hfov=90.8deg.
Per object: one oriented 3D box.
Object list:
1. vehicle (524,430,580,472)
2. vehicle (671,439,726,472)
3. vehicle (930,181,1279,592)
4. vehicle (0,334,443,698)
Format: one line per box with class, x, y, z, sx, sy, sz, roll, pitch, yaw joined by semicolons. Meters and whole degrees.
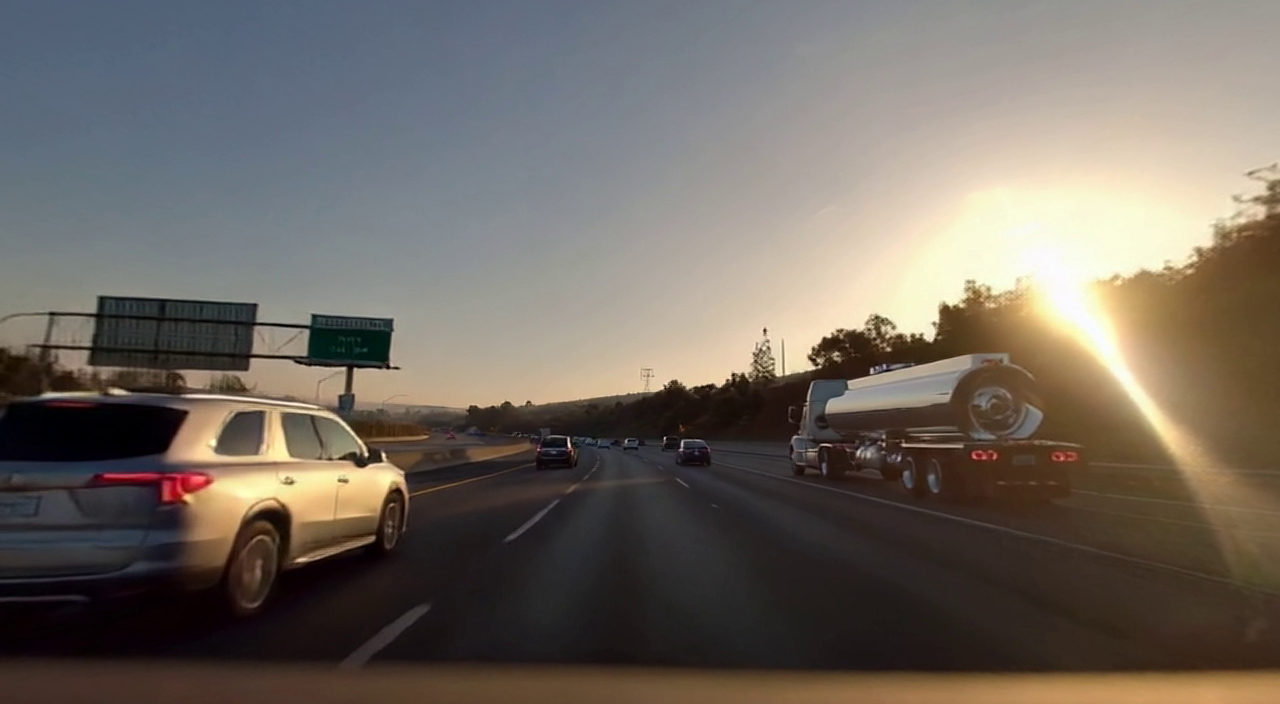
vehicle;-4.162;4.773;30.517;2.149;1.843;4.348;0;-8;-1
vehicle;2.791;5.094;31.211;2.053;1.510;4.400;0;-8;-4
vehicle;7.427;0.531;7.063;3.554;3.573;10.307;0;-8;1
vehicle;-4.207;1.242;6.150;2.684;1.839;5.803;0;-8;0
